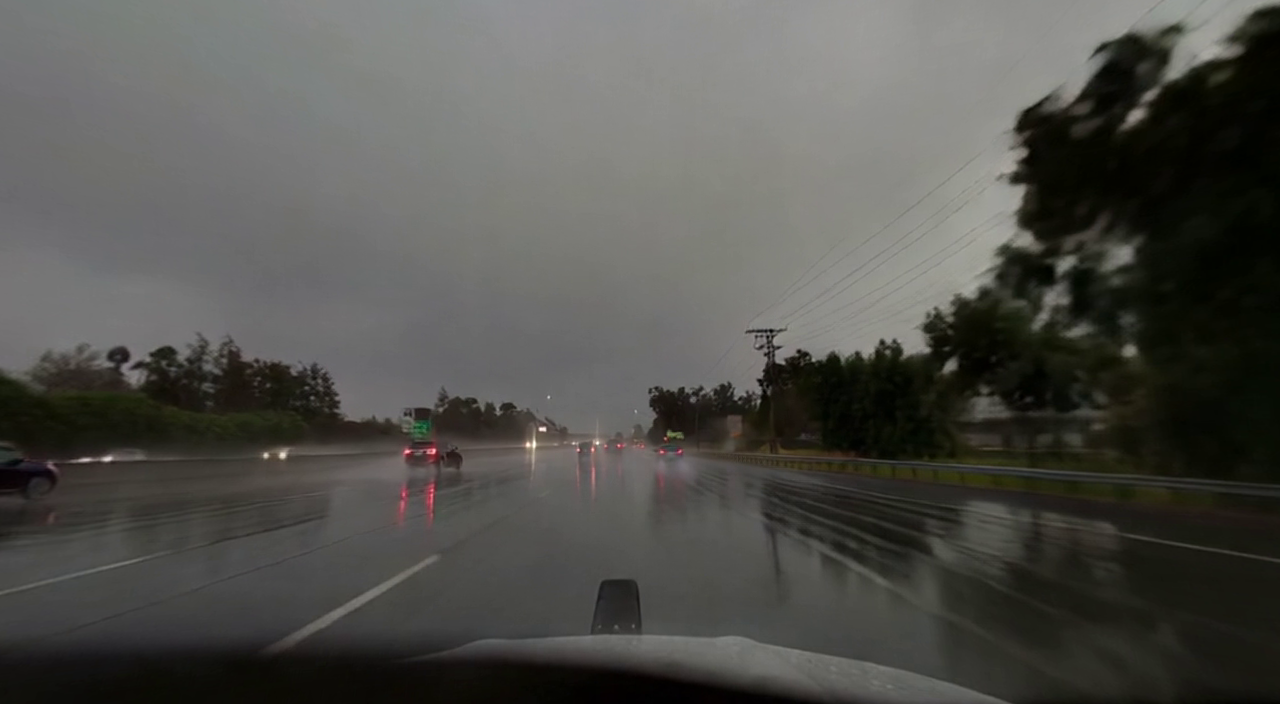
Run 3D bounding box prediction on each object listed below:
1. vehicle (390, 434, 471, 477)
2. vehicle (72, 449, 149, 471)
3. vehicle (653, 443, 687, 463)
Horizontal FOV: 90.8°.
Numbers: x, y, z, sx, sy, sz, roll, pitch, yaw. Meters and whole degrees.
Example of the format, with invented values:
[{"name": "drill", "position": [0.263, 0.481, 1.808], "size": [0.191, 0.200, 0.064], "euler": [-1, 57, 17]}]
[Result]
[{"name": "vehicle", "position": [-9.681, 4.842, 29.770], "size": [2.115, 1.799, 5.444], "euler": [0, -9, -2]}, {"name": "vehicle", "position": [-38.738, 7.896, 46.379], "size": [1.767, 1.496, 4.501], "euler": [0, -9, -1]}, {"name": "vehicle", "position": [2.150, 7.434, 46.721], "size": [2.015, 1.391, 3.897], "euler": [1, -9, -5]}]
